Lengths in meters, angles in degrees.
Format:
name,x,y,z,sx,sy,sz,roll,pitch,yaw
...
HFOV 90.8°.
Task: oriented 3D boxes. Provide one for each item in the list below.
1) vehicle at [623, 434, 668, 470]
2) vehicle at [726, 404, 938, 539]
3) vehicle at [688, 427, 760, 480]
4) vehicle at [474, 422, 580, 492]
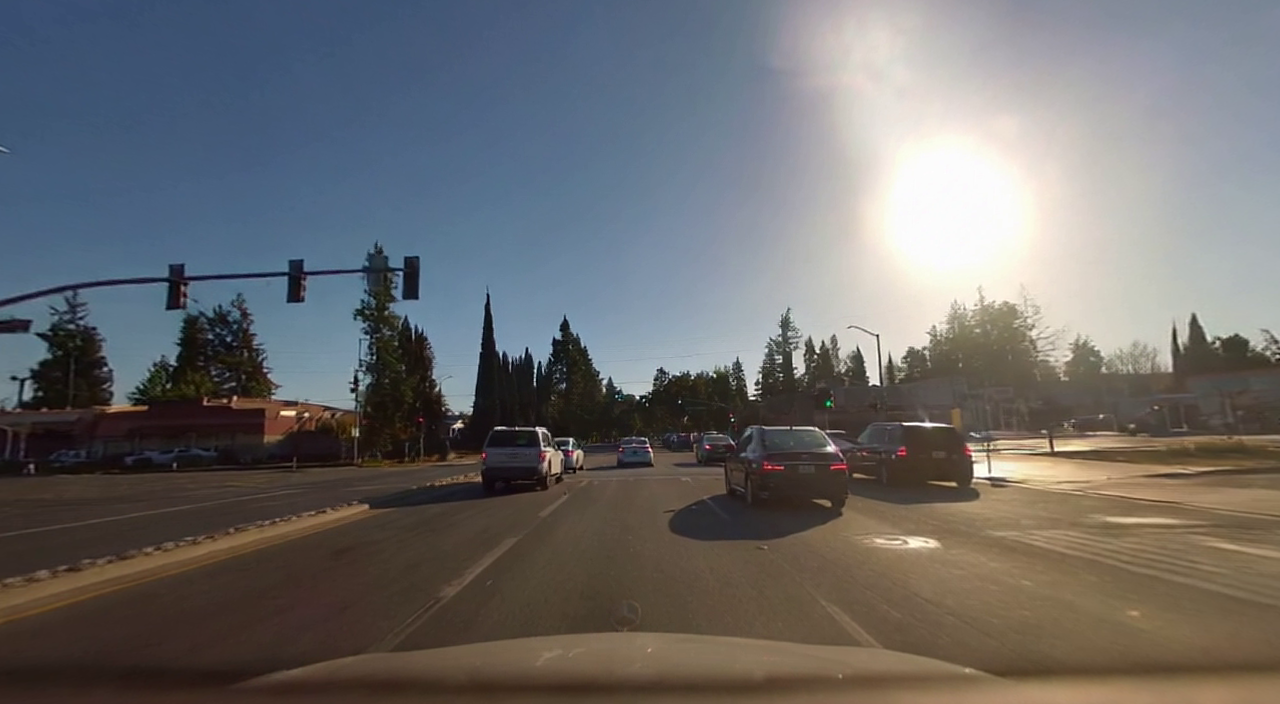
name,x,y,z,sx,sy,sz,roll,pitch,yaw
vehicle,0.196,5.048,31.960,2.131,1.665,3.926,0,-8,-1
vehicle,2.912,1.953,10.915,2.140,1.800,4.660,0,-8,0
vehicle,3.024,3.790,23.821,1.955,1.797,4.480,0,-8,-2
vehicle,-3.184,3.085,18.838,2.261,1.820,4.255,0,-8,2
